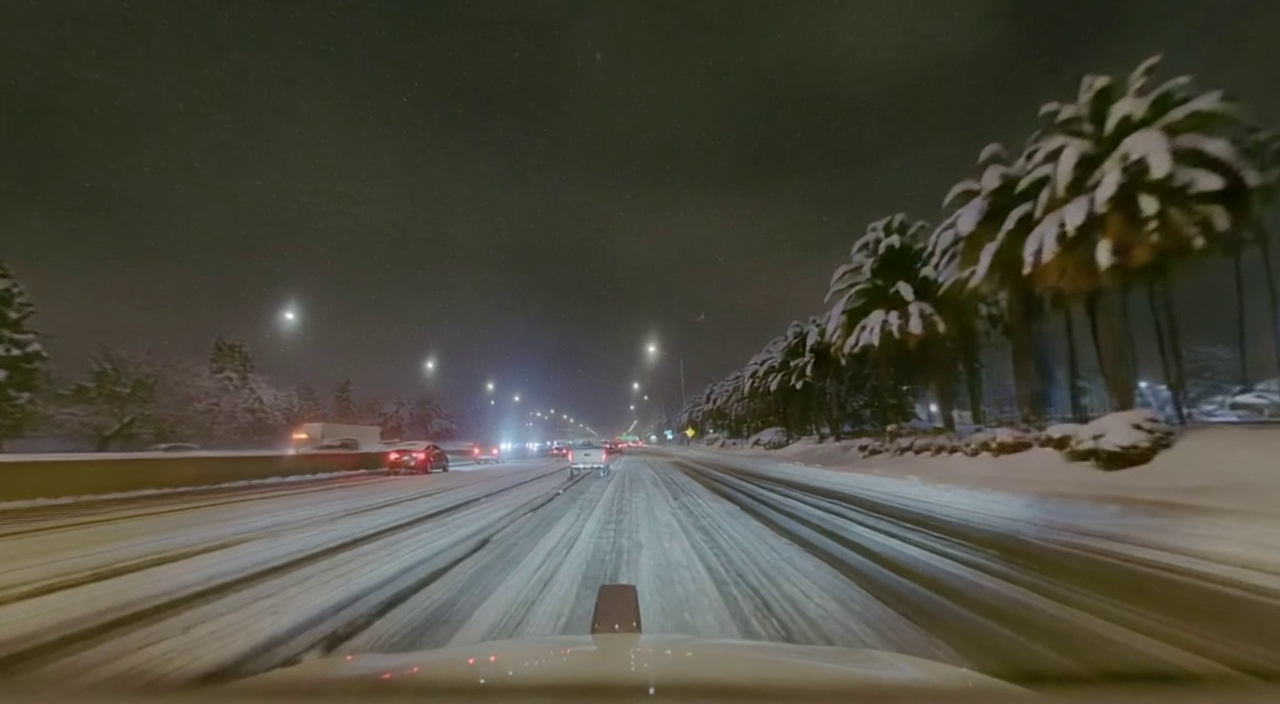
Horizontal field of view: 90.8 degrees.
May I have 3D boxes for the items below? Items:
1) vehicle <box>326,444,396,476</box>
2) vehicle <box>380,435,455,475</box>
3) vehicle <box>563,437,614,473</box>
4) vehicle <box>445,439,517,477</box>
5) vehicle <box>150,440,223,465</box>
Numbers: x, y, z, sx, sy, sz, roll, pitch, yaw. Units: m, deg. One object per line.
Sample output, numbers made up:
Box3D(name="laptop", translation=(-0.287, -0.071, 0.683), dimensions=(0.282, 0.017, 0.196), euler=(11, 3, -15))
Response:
Box3D(name="vehicle", translation=(-15.225, 5.891, 34.746), dimensions=(1.836, 1.662, 4.317), euler=(0, -8, 1))
Box3D(name="vehicle", translation=(-11.250, 5.255, 32.341), dimensions=(1.986, 1.875, 4.902), euler=(0, -9, 1))
Box3D(name="vehicle", translation=(-2.512, 5.209, 32.032), dimensions=(2.201, 1.672, 4.128), euler=(0, -9, 0))
Box3D(name="vehicle", translation=(-7.462, 5.024, 30.163), dimensions=(2.204, 1.677, 4.438), euler=(0, -8, 1))
Box3D(name="vehicle", translation=(-34.665, 7.688, 48.438), dimensions=(1.943, 1.838, 4.661), euler=(0, -9, 2))
